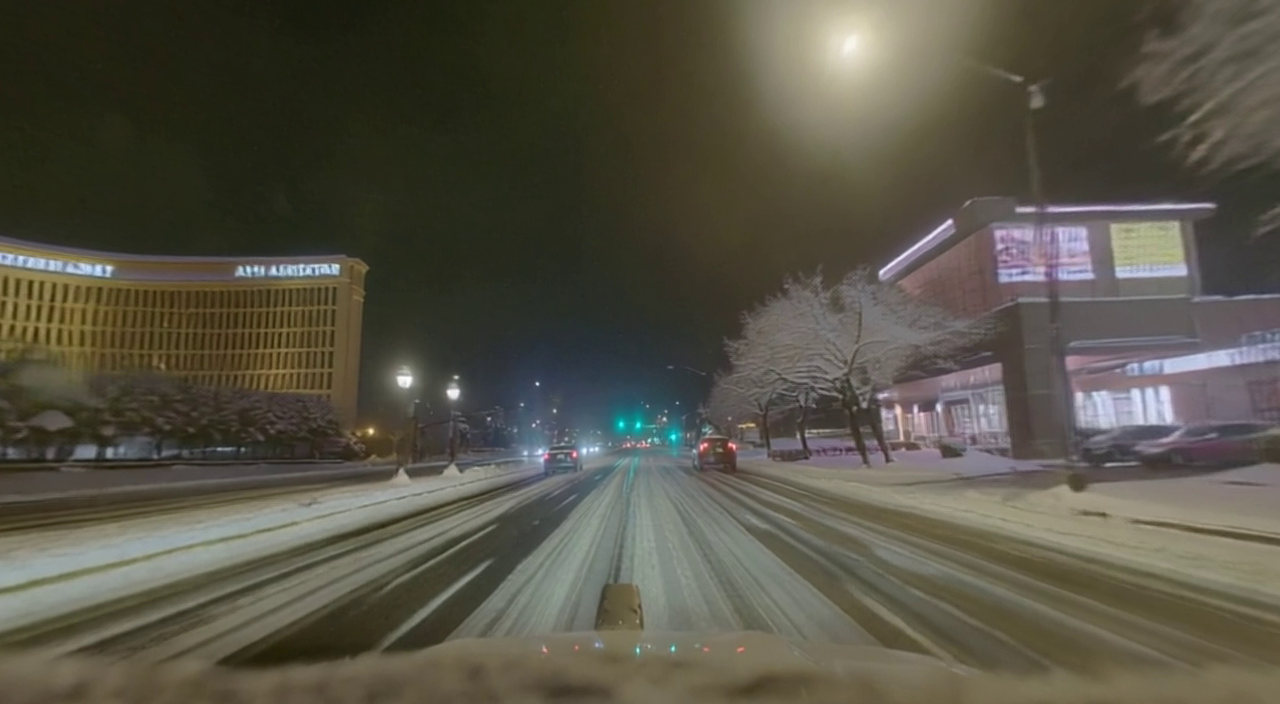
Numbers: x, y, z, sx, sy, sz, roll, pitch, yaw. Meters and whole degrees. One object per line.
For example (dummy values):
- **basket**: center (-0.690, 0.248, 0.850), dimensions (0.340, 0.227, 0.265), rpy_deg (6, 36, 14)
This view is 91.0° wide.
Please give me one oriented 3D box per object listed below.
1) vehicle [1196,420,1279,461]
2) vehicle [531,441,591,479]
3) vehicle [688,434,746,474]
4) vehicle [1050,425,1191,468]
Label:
- **vehicle**: center (23.642, 3.293, 23.458), dimensions (1.769, 1.445, 4.333), rpy_deg (0, -8, -2)
- **vehicle**: center (-3.331, 4.635, 27.288), dimensions (2.005, 1.477, 4.169), rpy_deg (0, -8, 0)
- **vehicle**: center (3.518, 4.742, 29.456), dimensions (2.083, 1.743, 4.354), rpy_deg (0, -8, -1)
- **vehicle**: center (17.649, 3.504, 23.424), dimensions (1.830, 1.444, 4.386), rpy_deg (0, -8, 1)
